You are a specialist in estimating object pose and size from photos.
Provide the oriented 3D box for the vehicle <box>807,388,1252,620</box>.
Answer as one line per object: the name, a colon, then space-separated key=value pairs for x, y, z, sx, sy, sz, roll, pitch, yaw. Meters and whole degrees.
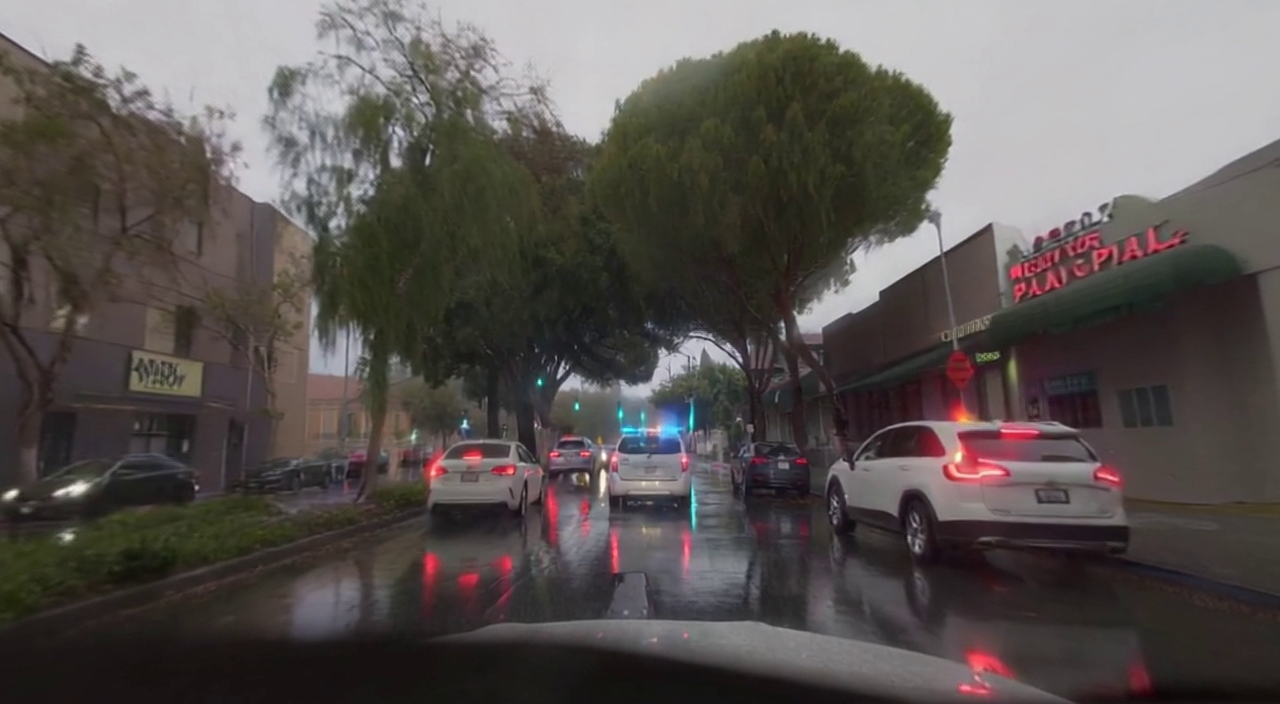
vehicle: x=4.039 y=1.699 z=8.228 sx=2.038 sy=1.865 sz=5.786 roll=2 pitch=-9 yaw=-1

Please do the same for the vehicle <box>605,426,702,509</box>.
vehicle: x=0.309 y=2.776 z=15.571 sx=2.075 sy=1.770 sz=4.018 roll=0 pitch=-8 yaw=0

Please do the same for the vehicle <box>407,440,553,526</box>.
vehicle: x=-3.067 y=2.592 z=13.105 sx=1.908 sy=1.474 sz=4.257 roll=0 pitch=-8 yaw=0

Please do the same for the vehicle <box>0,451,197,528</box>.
vehicle: x=-14.447 y=3.579 z=16.967 sx=2.056 sy=1.619 sz=4.270 roll=-4 pitch=-8 yaw=-1

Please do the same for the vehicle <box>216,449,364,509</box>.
vehicle: x=-10.844 y=3.919 z=20.016 sx=2.158 sy=1.494 sz=4.480 roll=-4 pitch=-9 yaw=1

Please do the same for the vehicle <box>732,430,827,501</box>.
vehicle: x=4.040 y=3.355 z=19.032 sx=2.025 sy=1.813 sz=4.372 roll=2 pitch=-8 yaw=2

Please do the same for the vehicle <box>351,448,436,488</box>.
vehicle: x=-10.827 y=5.092 z=28.071 sx=1.858 sy=1.577 sz=4.593 roll=0 pitch=-8 yaw=1

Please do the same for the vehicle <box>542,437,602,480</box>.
vehicle: x=-3.038 y=4.884 z=29.185 sx=2.135 sy=1.806 sz=4.514 roll=0 pitch=-8 yaw=2
